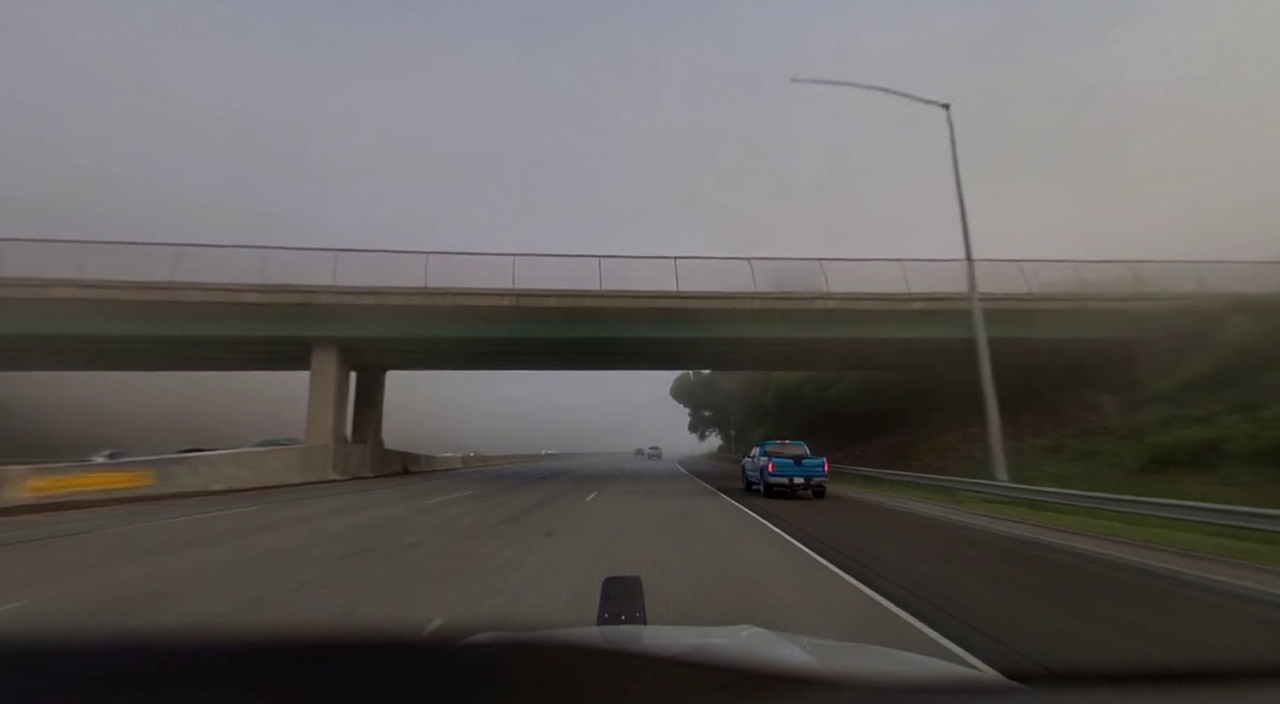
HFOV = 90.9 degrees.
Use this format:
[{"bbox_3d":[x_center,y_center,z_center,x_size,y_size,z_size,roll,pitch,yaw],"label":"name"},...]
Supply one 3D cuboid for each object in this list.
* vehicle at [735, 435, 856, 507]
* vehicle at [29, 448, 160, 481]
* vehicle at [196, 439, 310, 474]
[{"bbox_3d":[3.940,3.109,16.990,2.010,1.637,4.940,0,-9,0],"label":"vehicle"},{"bbox_3d":[-26.724,5.497,31.182,1.913,1.502,5.002,0,-9,2],"label":"vehicle"},{"bbox_3d":[-19.570,5.297,32.248,2.223,1.640,5.332,-1,-9,3],"label":"vehicle"}]
